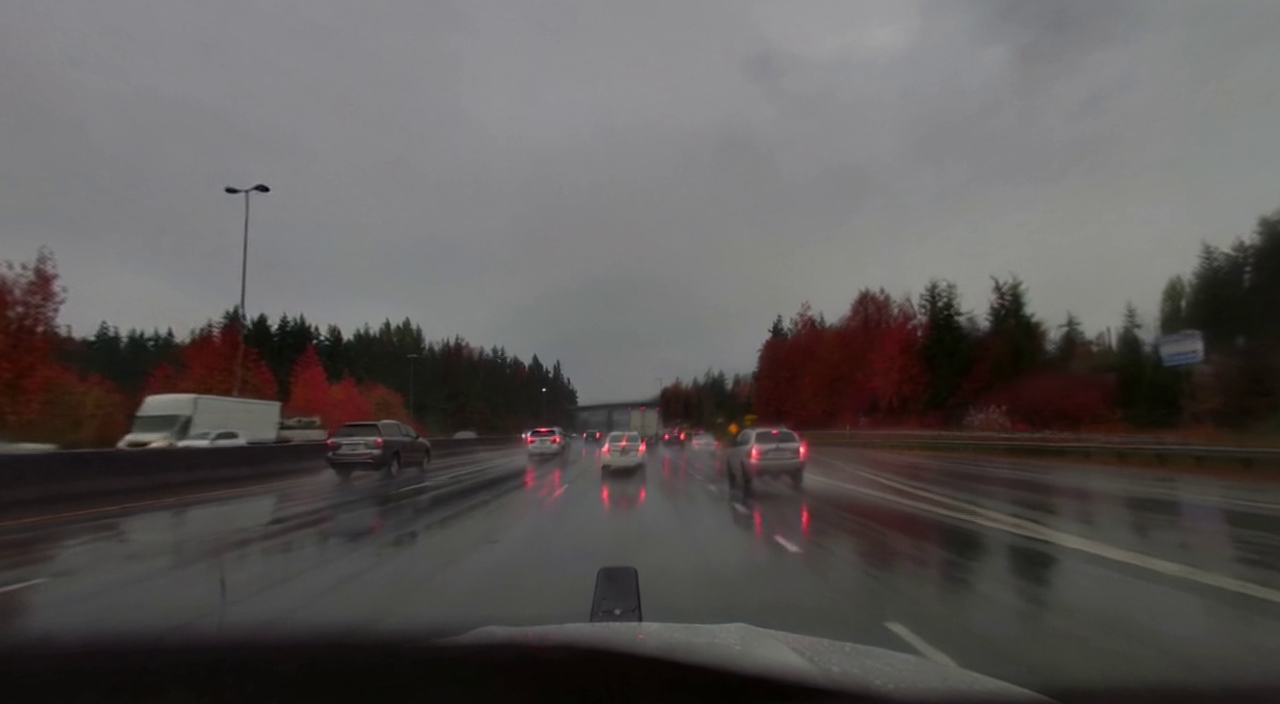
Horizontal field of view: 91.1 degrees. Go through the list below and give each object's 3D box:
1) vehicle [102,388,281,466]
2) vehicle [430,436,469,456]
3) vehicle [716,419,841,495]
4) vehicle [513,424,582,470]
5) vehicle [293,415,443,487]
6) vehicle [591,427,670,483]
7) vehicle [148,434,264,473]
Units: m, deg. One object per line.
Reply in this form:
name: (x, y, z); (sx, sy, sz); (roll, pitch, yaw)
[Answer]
vehicle: (-22.684, 3.941, 32.663); (2.912, 3.480, 8.454); (0, -8, 1)
vehicle: (-14.937, 7.399, 49.456); (1.811, 1.478, 4.096); (0, -8, 0)
vehicle: (3.311, 2.592, 16.019); (2.095, 1.650, 4.331); (0, -8, -1)
vehicle: (-3.612, 3.822, 25.463); (2.064, 1.672, 4.277); (0, -8, 1)
vehicle: (-7.485, 2.771, 17.968); (2.117, 1.779, 4.745); (0, -8, 1)
vehicle: (-0.241, 3.082, 19.158); (2.111, 1.494, 4.364); (0, -8, 1)
vehicle: (-18.878, 4.403, 27.638); (1.879, 1.515, 4.479); (0, -8, 0)
